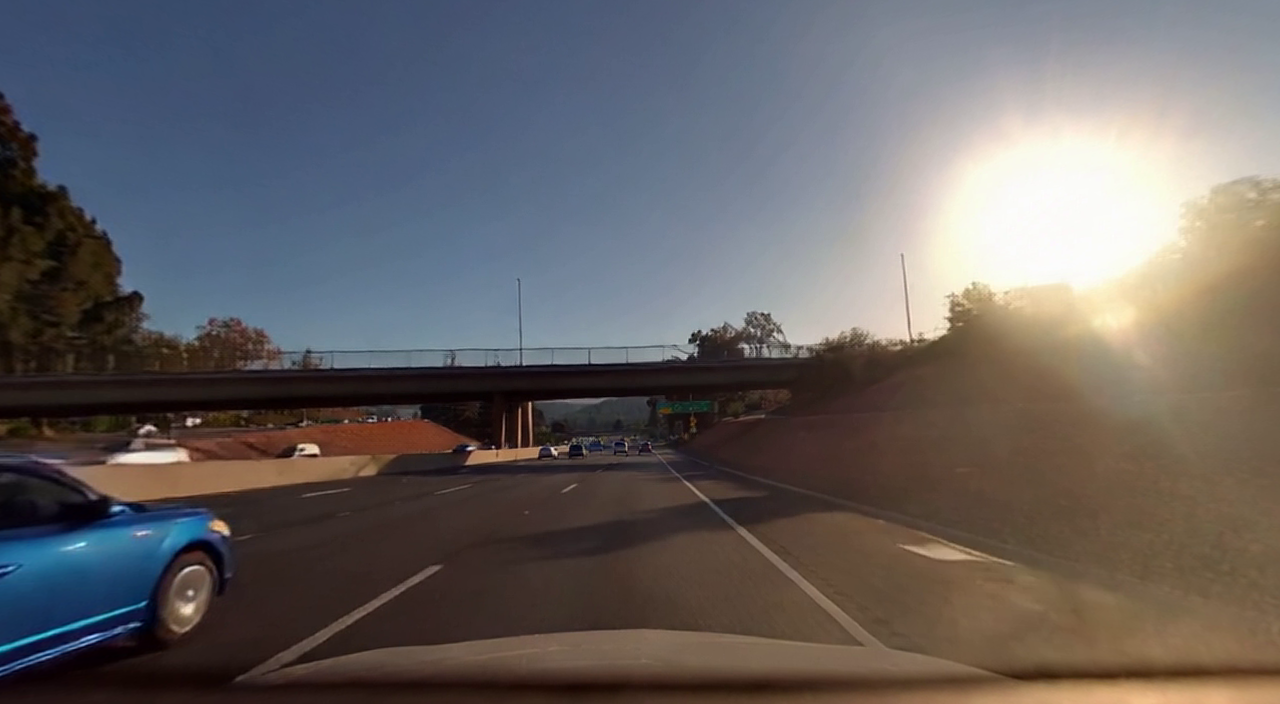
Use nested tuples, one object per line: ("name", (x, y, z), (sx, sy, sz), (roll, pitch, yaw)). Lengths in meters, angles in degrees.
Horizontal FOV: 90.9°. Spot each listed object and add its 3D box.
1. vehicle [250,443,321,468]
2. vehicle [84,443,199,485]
("vehicle", (-27.811, 8.135, 49.702), (2.679, 1.808, 5.054), (0, -8, -1))
("vehicle", (-17.057, 3.816, 21.761), (1.408, 1.314, 3.169), (0, -8, -1))
